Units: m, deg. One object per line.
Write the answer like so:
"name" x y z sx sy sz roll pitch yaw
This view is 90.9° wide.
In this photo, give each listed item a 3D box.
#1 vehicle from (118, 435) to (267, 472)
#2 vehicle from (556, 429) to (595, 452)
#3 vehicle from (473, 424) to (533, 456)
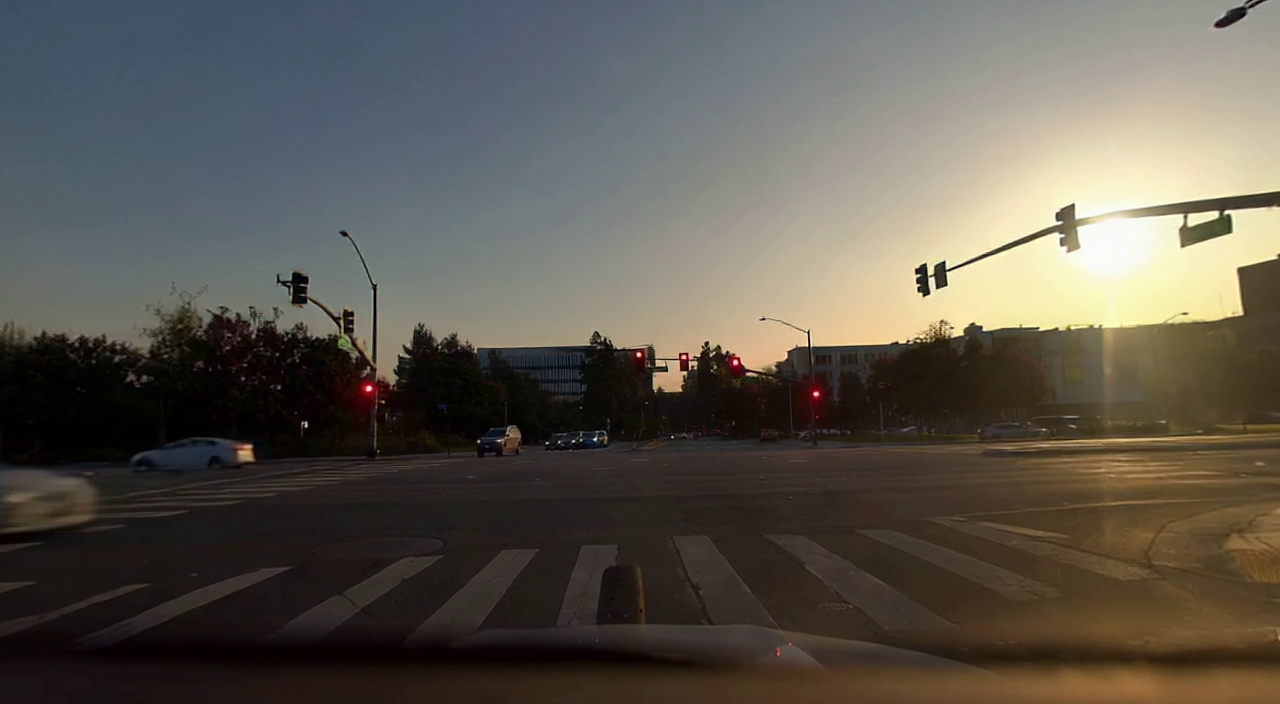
"vehicle" -18.263 4.153 25.945 4.510 1.431 1.884 1 -9 -10
"vehicle" -4.391 6.171 43.772 1.919 1.467 4.086 -1 -9 5
"vehicle" -8.491 5.552 39.614 2.000 1.864 5.044 -1 -9 9
